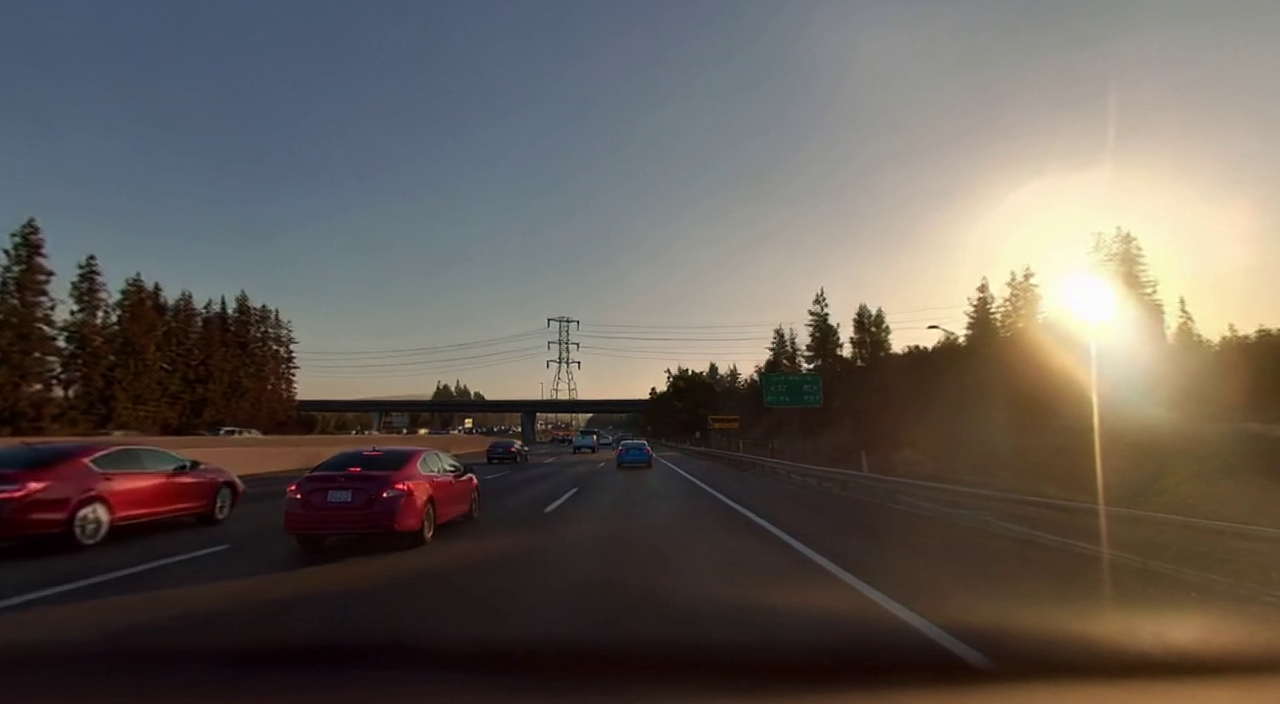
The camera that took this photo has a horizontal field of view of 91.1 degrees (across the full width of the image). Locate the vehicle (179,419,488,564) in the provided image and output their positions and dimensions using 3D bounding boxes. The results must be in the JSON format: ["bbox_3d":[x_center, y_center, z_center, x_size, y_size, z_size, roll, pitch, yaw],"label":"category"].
[{"bbox_3d":[-3.789,1.803,8.958,2.035,1.514,4.600,0,-8,1],"label":"vehicle"}]

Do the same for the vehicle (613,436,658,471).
[{"bbox_3d":[-0.216,4.665,29.065,1.954,1.460,3.983,0,-8,-1],"label":"vehicle"}]

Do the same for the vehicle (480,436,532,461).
[{"bbox_3d":[-8.387,6.100,39.764,2.053,1.486,5.050,0,-8,1],"label":"vehicle"}]

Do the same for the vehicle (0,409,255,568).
[{"bbox_3d":[-7.527,1.658,8.202,1.968,1.614,4.674,0,-8,1],"label":"vehicle"}]

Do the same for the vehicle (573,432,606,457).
[{"bbox_3d":[-3.777,6.978,47.480,2.174,1.806,3.932,0,-8,0],"label":"vehicle"}]
